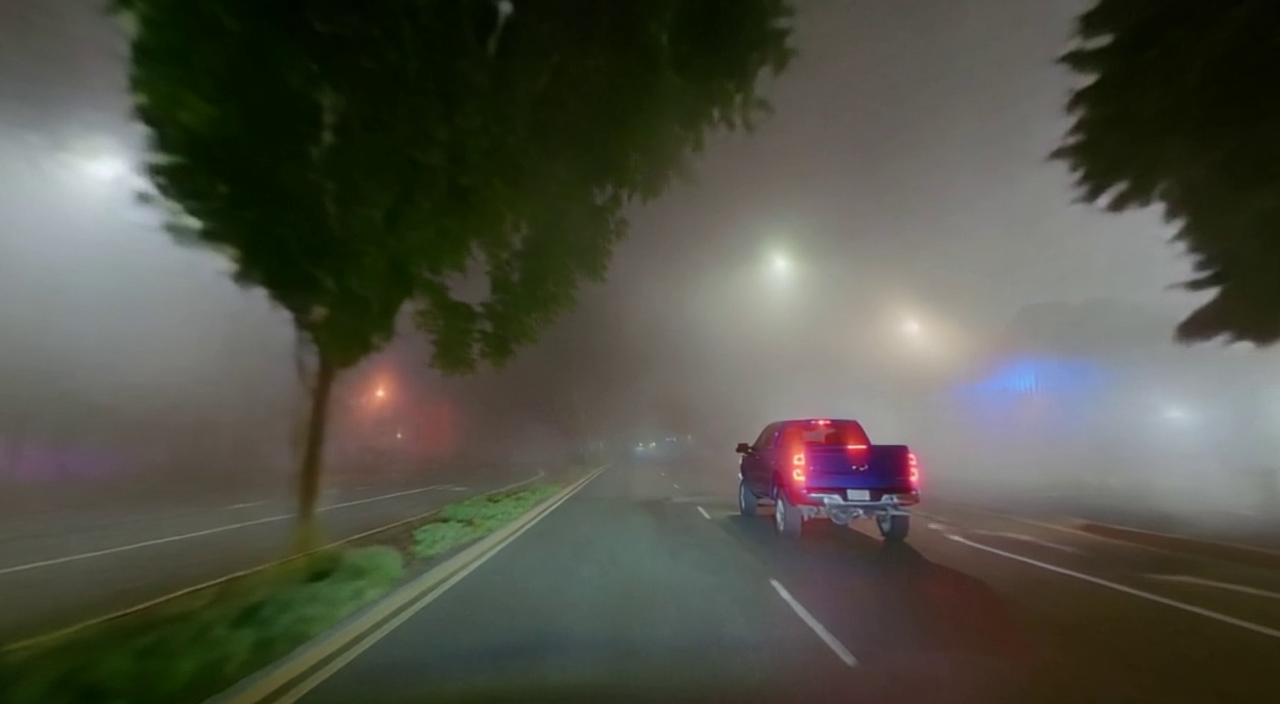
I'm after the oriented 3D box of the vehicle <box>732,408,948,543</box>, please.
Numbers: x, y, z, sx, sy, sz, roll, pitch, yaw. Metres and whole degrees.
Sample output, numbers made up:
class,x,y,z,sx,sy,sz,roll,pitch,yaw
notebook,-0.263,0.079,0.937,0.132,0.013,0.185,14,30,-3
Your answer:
class,x,y,z,sx,sy,sz,roll,pitch,yaw
vehicle,3.125,2.085,11.346,2.085,1.828,5.383,0,-8,0
